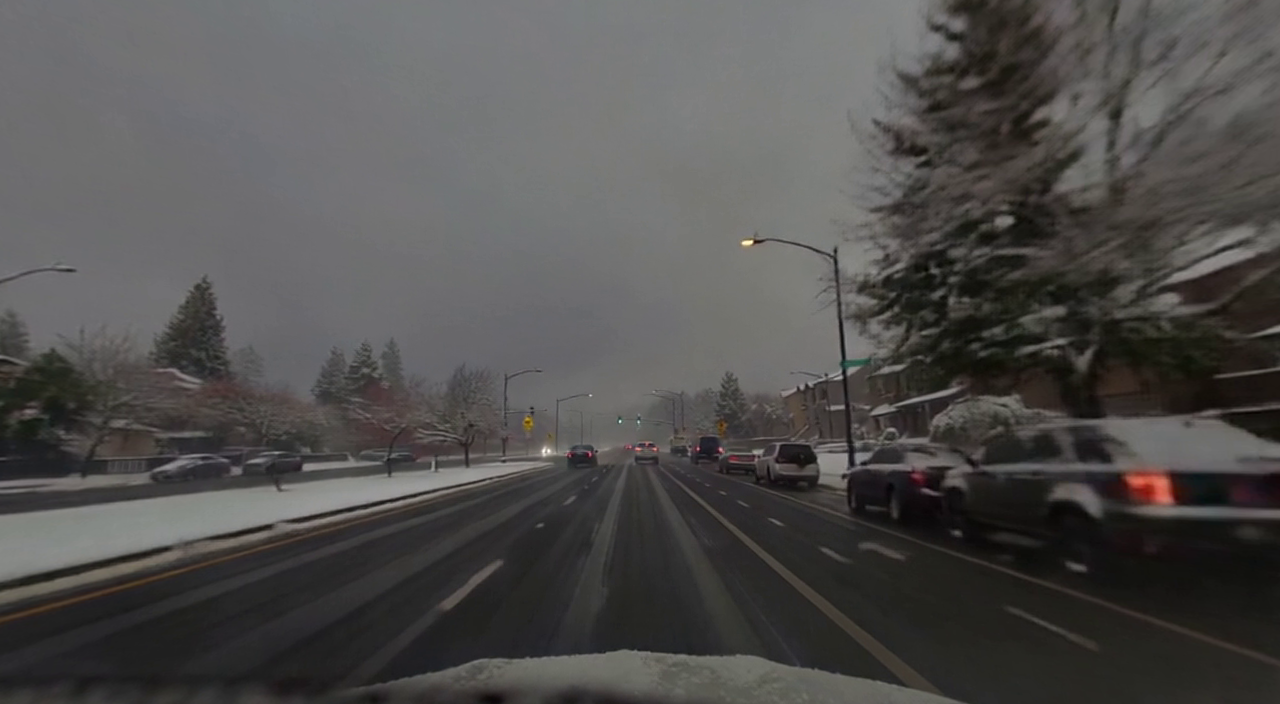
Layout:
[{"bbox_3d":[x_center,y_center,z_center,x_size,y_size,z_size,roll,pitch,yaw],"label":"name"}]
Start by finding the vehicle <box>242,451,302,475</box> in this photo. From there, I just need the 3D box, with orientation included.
[{"bbox_3d":[-25.792,7.780,44.433,1.794,1.595,4.123,0,-9,0],"label":"vehicle"}]

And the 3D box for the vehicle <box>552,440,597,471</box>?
[{"bbox_3d":[-3.924,6.344,38.840,2.233,1.775,4.491,0,-9,1],"label":"vehicle"}]

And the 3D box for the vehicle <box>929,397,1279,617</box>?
[{"bbox_3d":[5.773,1.648,7.737,2.154,1.824,4.782,0,-9,0],"label":"vehicle"}]

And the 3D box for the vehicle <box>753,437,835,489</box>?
[{"bbox_3d":[5.696,4.141,23.990,2.020,1.762,4.559,0,-9,1],"label":"vehicle"}]

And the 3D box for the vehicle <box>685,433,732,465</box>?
[{"bbox_3d":[5.245,7.632,49.855,2.763,2.329,7.864,0,-8,0],"label":"vehicle"}]

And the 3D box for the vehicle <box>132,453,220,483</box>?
[{"bbox_3d":[-25.998,6.486,35.597,1.855,1.552,4.092,0,-9,-1],"label":"vehicle"}]

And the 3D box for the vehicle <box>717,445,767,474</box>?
[{"bbox_3d":[5.619,5.983,35.353,1.910,1.520,4.375,0,-9,-3],"label":"vehicle"}]

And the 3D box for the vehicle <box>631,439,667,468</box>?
[{"bbox_3d":[0.540,6.943,43.385,2.273,1.851,5.075,0,-9,-1],"label":"vehicle"}]
